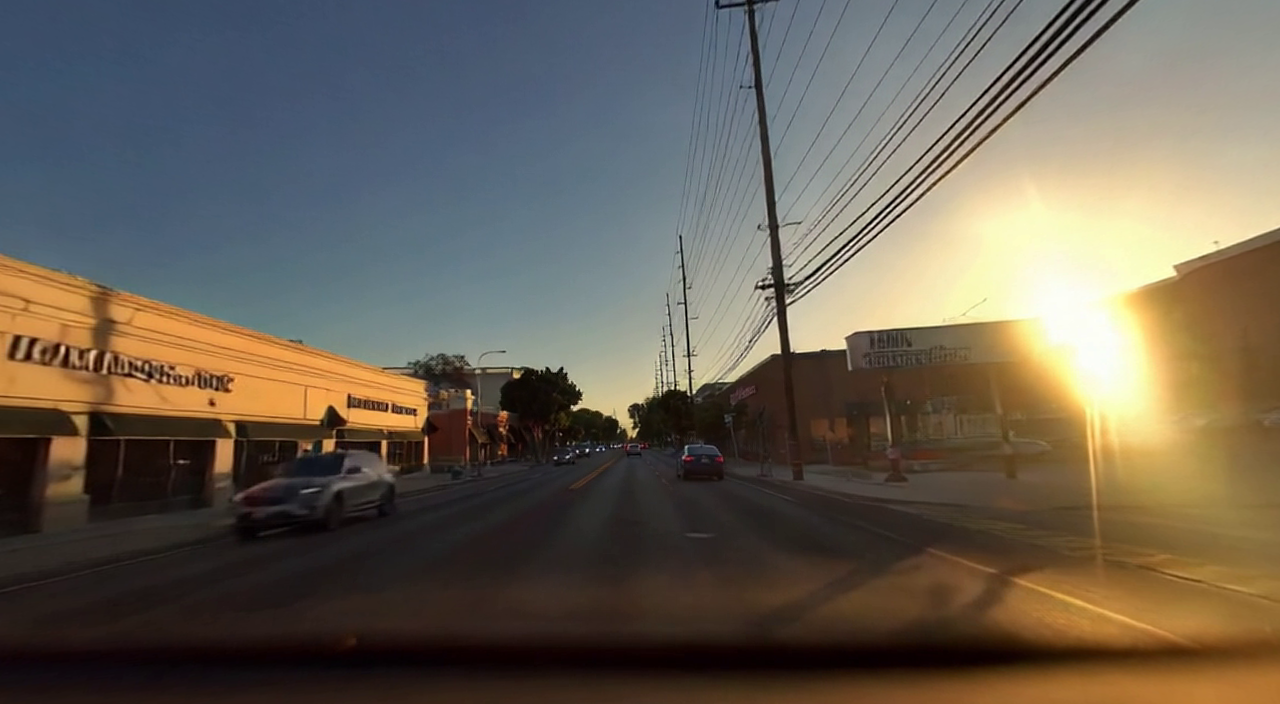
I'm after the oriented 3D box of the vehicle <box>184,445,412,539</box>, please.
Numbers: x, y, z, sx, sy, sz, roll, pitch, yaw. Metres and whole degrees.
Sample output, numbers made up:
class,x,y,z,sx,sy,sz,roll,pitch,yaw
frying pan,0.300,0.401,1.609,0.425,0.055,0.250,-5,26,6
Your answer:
class,x,y,z,sx,sy,sz,roll,pitch,yaw
vehicle,-6.284,2.571,12.329,2.069,1.490,4.254,0,-8,0

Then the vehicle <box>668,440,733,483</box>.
class,x,y,z,sx,sy,sz,roll,pitch,yaw
vehicle,2.210,4.111,23.994,1.975,1.497,3.647,0,-9,-2
